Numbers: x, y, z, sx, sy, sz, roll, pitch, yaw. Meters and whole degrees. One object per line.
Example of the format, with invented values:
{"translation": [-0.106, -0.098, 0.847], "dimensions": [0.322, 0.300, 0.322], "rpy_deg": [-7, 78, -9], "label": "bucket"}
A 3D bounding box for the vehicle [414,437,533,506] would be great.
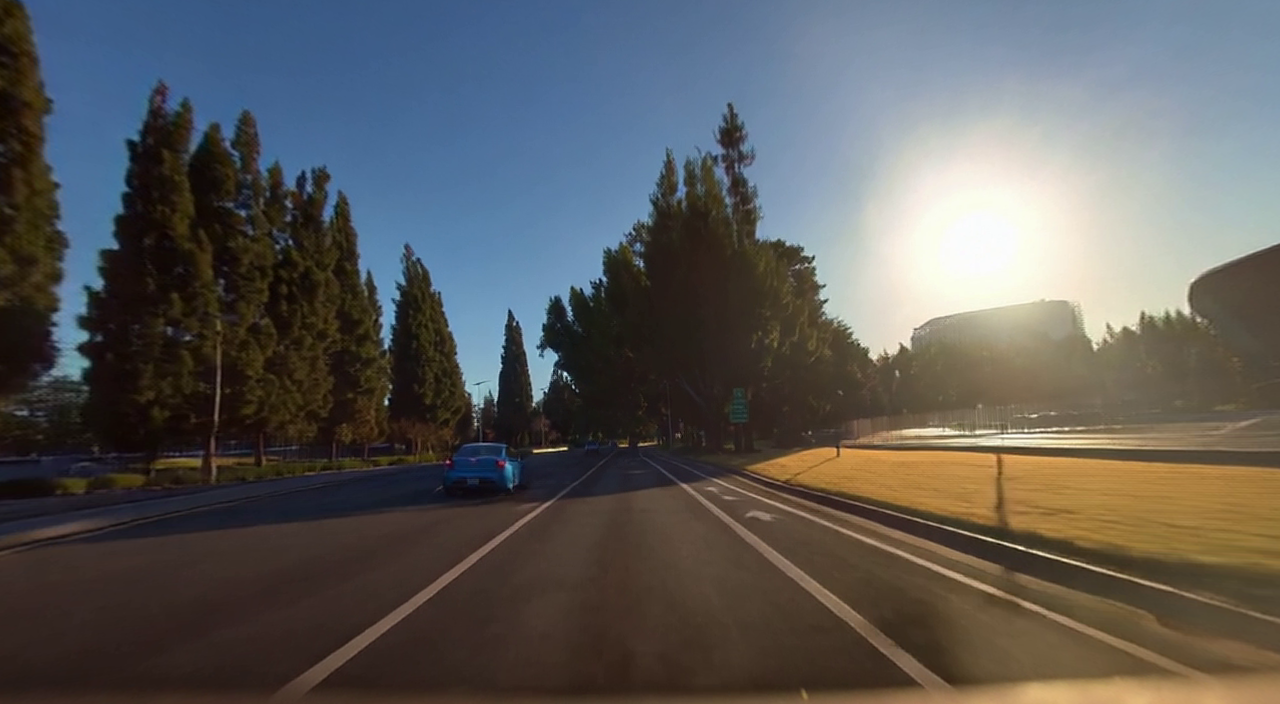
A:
{"translation": [-3.981, 2.904, 15.874], "dimensions": [1.964, 1.472, 4.078], "rpy_deg": [0, -8, -2], "label": "vehicle"}
